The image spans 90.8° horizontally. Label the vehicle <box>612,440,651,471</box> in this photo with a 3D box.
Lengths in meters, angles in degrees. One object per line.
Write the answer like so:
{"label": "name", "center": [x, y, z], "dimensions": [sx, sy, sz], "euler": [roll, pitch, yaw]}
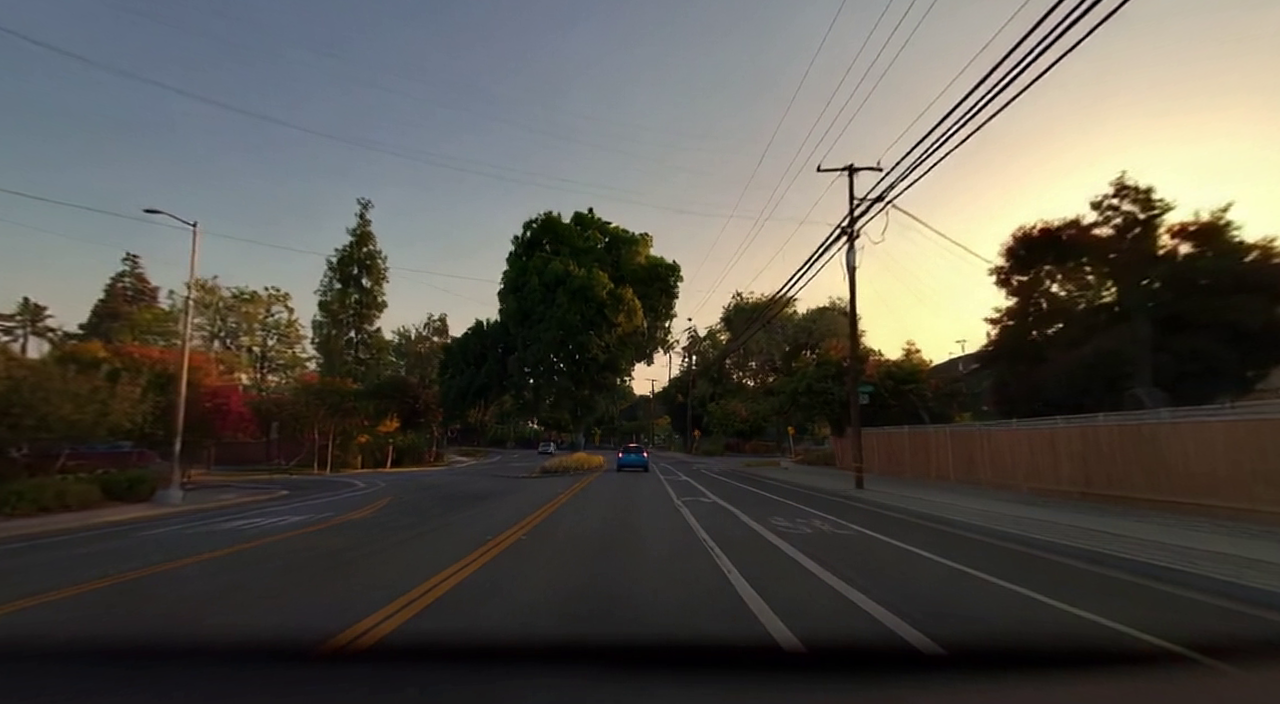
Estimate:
{"label": "vehicle", "center": [-0.498, 6.007, 36.927], "dimensions": [2.139, 1.699, 3.916], "euler": [0, -8, 0]}
